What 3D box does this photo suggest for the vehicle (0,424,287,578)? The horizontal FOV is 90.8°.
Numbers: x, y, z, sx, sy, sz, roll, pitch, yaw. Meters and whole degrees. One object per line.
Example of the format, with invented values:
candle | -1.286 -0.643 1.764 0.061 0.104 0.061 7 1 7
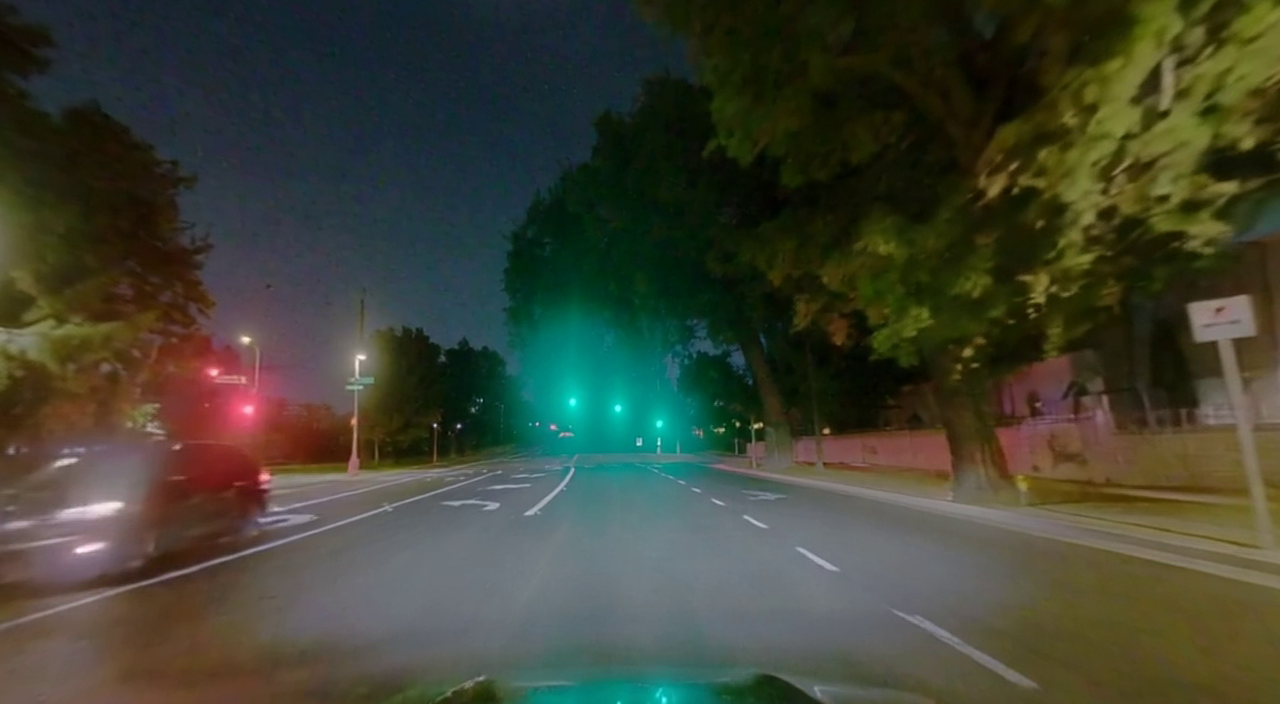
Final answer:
vehicle | -7.857 2.099 9.801 2.175 1.796 4.605 0 -8 -2
